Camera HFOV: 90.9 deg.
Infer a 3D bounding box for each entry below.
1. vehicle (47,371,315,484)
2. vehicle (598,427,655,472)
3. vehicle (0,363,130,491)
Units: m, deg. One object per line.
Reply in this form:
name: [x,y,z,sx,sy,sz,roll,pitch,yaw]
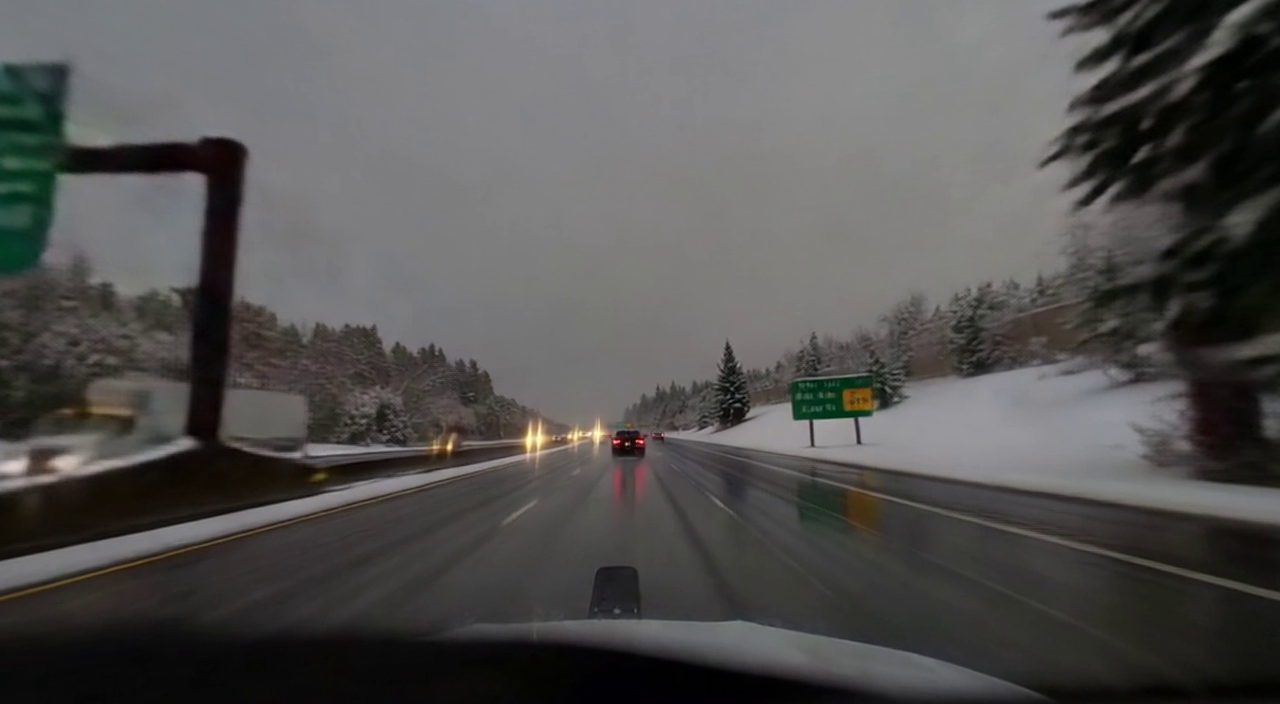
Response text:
vehicle: [-20.351,3.679,29.958,2.894,4.145,13.279,0,-8,-1]
vehicle: [-0.526,3.838,25.067,2.094,1.600,3.666,0,-8,-1]
vehicle: [-20.232,2.551,21.358,2.961,4.001,3.172,0,-8,0]
